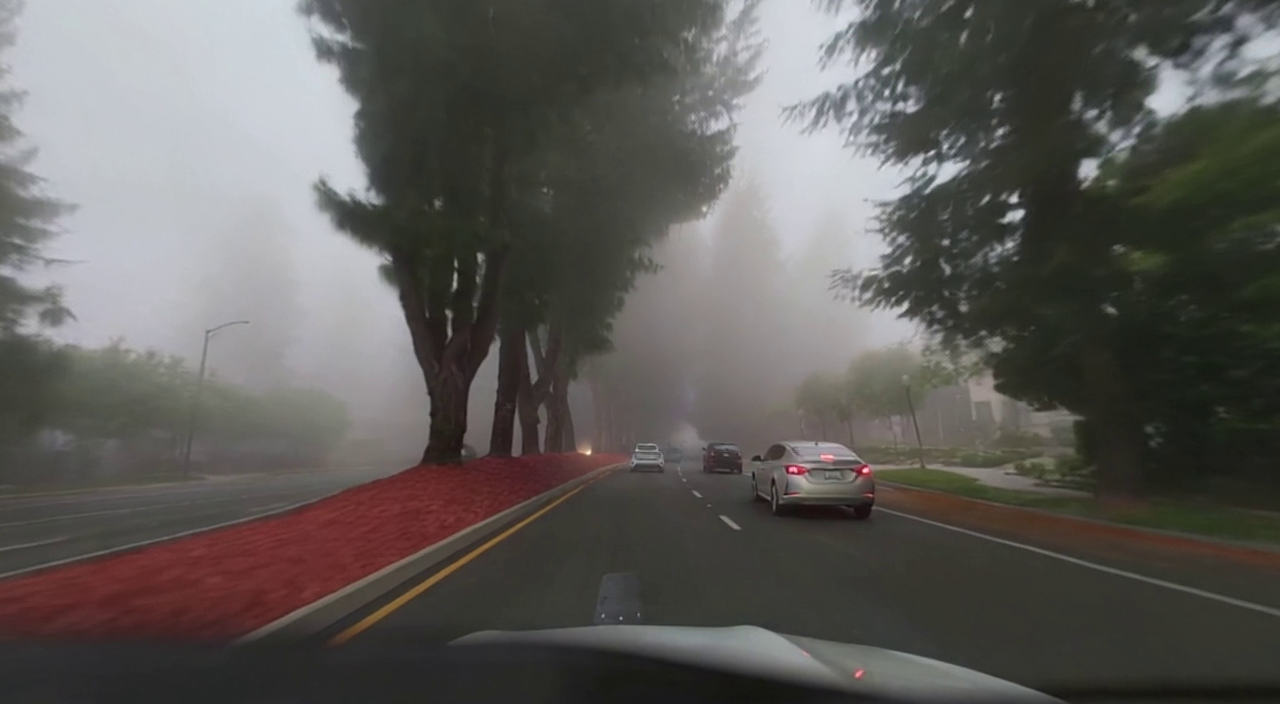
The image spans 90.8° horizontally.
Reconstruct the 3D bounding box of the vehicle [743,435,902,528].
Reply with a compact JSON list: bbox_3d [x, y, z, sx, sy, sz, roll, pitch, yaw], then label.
[{"bbox_3d":[3.396,2.481,12.695,1.985,1.529,4.147,0,-9,1],"label":"vehicle"}]

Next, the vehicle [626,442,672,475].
[{"bbox_3d":[0.481,5.091,30.485,2.082,1.473,4.028,0,-9,2],"label":"vehicle"}]

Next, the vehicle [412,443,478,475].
[{"bbox_3d":[-10.848,5.979,35.527,2.067,1.657,4.510,0,-9,2],"label":"vehicle"}]

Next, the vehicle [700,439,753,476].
[{"bbox_3d":[4.180,5.154,31.122,2.074,1.652,4.340,0,-9,1],"label":"vehicle"}]
